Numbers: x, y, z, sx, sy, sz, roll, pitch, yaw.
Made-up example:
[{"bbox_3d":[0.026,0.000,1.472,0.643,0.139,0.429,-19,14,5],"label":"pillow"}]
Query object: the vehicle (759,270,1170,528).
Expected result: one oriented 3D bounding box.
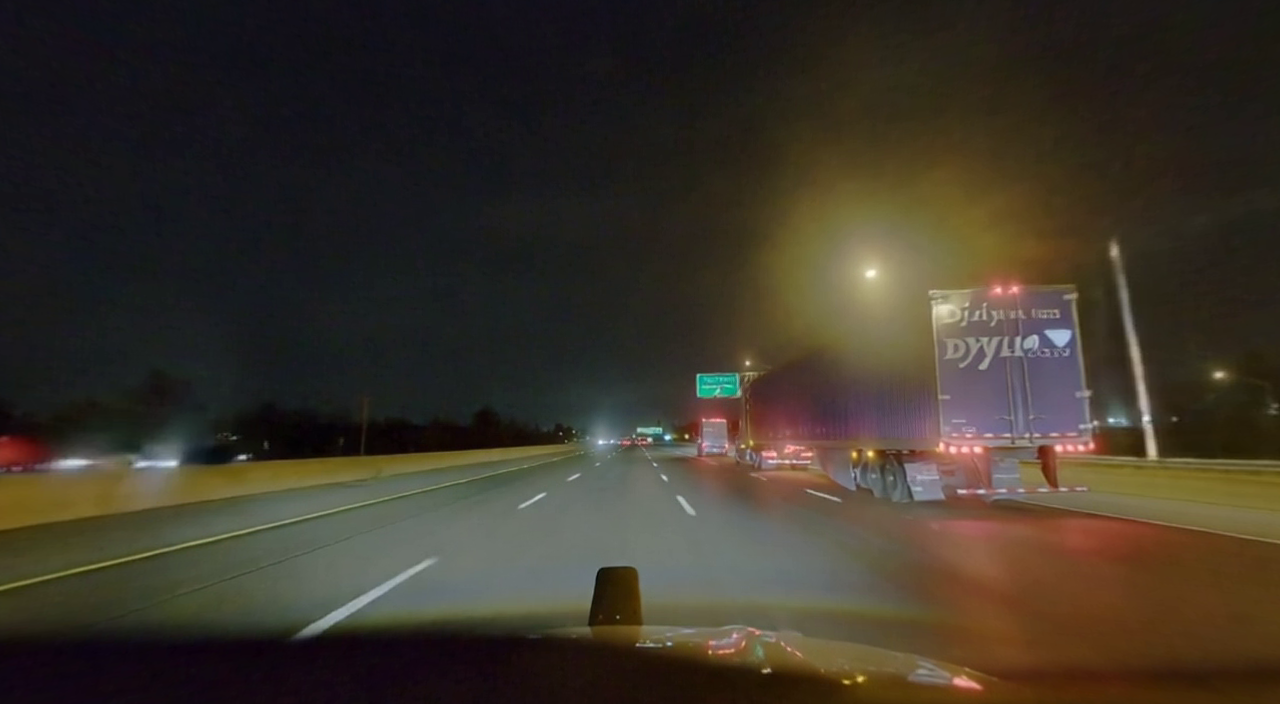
[{"bbox_3d":[6.400,1.842,17.718,2.962,3.947,16.241,0,-8,0],"label":"vehicle"}]
